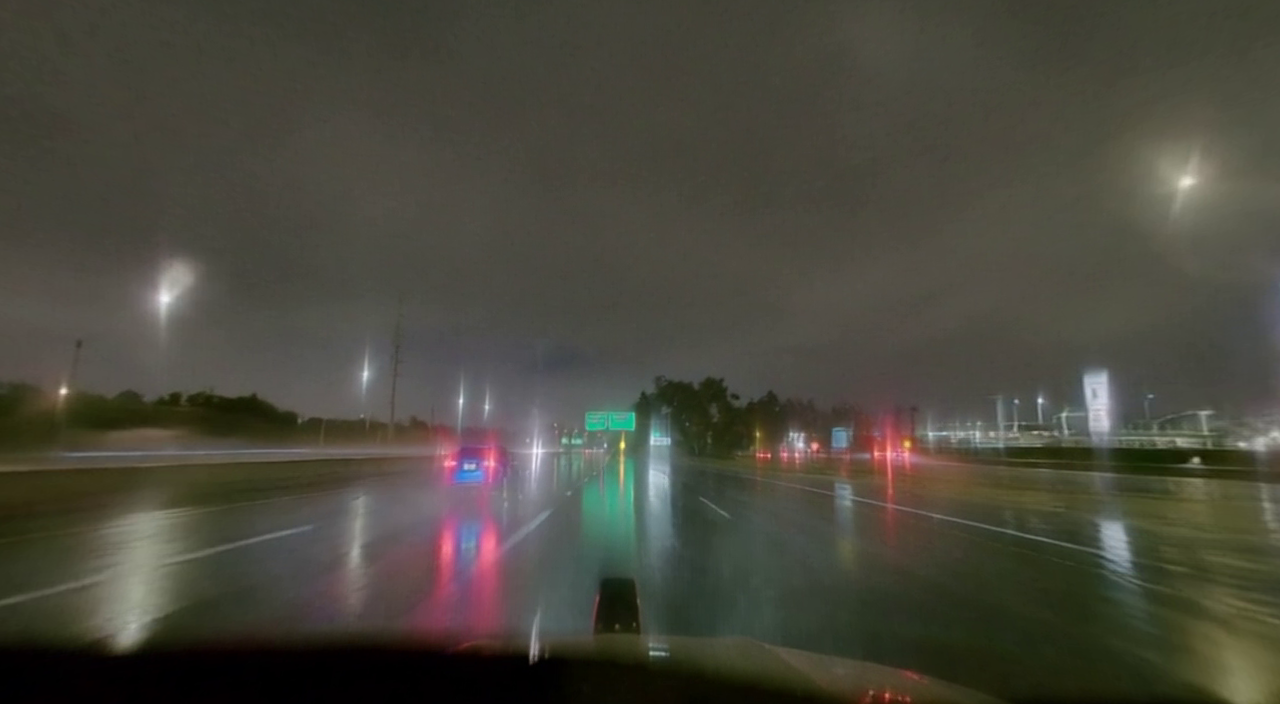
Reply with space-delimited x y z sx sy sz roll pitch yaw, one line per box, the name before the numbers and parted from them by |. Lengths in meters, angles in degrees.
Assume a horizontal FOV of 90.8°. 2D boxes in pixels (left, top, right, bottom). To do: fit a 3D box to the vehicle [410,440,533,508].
vehicle | -4.164 3.078 16.416 2.050 1.507 4.316 0 -9 -1
